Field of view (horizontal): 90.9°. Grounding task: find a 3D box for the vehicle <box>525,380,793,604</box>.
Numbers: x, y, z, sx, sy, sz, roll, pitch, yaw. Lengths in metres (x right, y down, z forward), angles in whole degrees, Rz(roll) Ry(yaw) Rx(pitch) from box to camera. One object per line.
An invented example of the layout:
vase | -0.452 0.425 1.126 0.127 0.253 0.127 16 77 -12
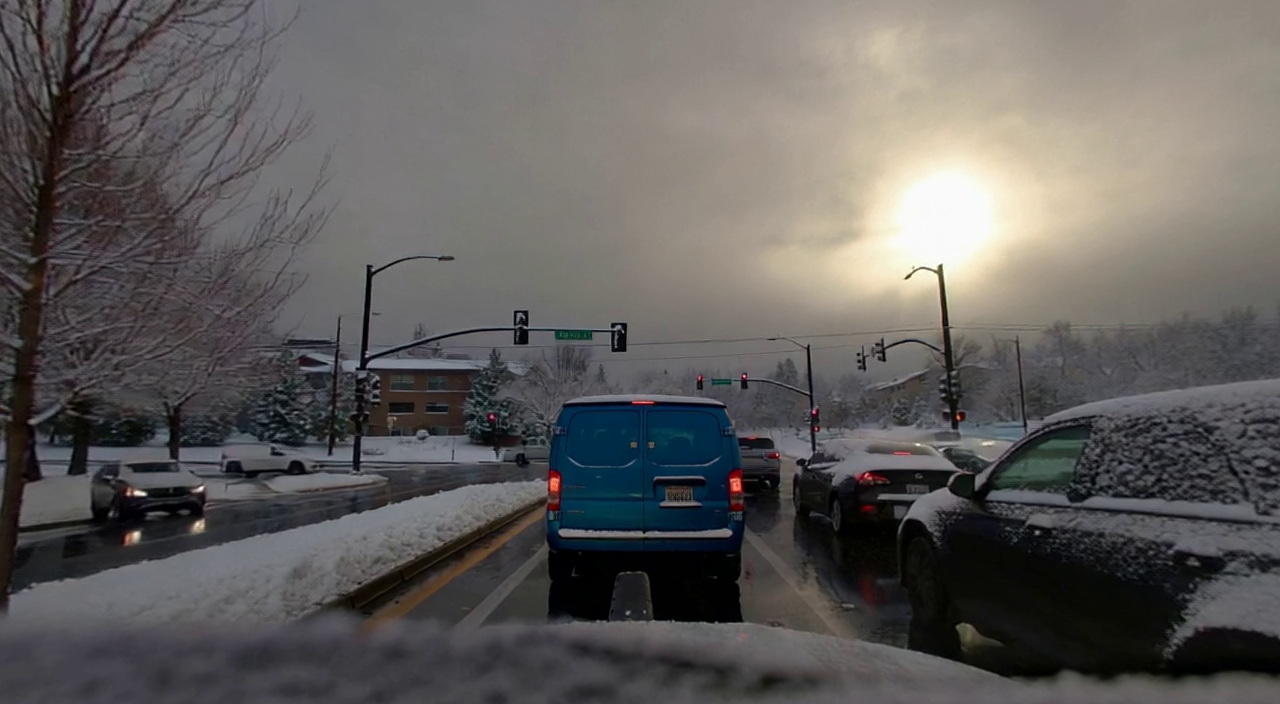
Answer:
vehicle | 0.174 1.467 7.432 2.185 1.822 4.391 0 -8 1

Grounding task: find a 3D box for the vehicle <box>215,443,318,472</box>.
vehicle | -20.952 5.920 35.514 4.498 1.547 1.886 1 -8 -7

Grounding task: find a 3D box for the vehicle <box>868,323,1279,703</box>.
vehicle | 2.897 0.951 3.173 1.971 1.663 4.287 0 -8 2

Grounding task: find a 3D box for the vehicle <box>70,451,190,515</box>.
vehicle | -15.374 3.811 18.908 4.654 1.488 2.023 -8 -6 41
